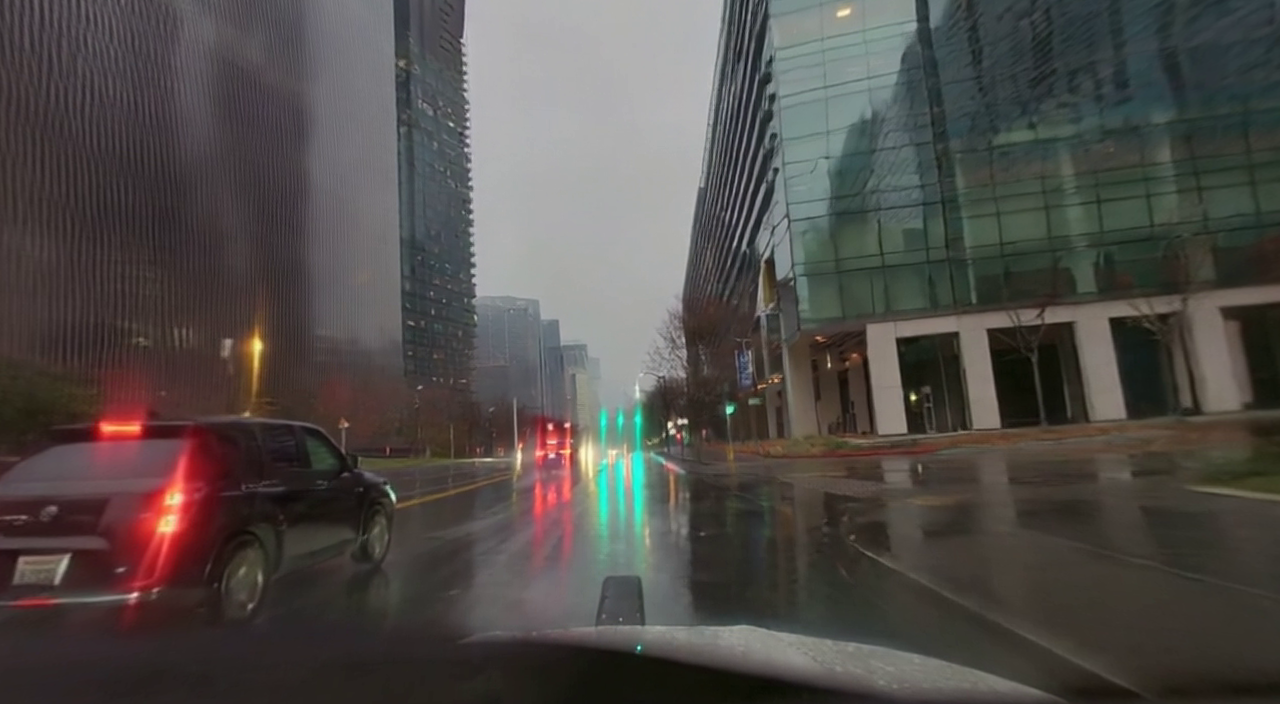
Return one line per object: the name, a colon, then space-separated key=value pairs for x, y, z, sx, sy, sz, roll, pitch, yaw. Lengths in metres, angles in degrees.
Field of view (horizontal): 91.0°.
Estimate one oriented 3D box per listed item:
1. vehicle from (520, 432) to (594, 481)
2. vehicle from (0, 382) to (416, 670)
vehicle: x=-3.408 y=4.439 z=26.967 sx=2.384 sy=1.849 sz=5.009 roll=0 pitch=-9 yaw=1
vehicle: x=-4.181 y=1.401 z=6.210 sx=2.169 sy=1.741 sz=4.588 roll=0 pitch=-9 yaw=1
